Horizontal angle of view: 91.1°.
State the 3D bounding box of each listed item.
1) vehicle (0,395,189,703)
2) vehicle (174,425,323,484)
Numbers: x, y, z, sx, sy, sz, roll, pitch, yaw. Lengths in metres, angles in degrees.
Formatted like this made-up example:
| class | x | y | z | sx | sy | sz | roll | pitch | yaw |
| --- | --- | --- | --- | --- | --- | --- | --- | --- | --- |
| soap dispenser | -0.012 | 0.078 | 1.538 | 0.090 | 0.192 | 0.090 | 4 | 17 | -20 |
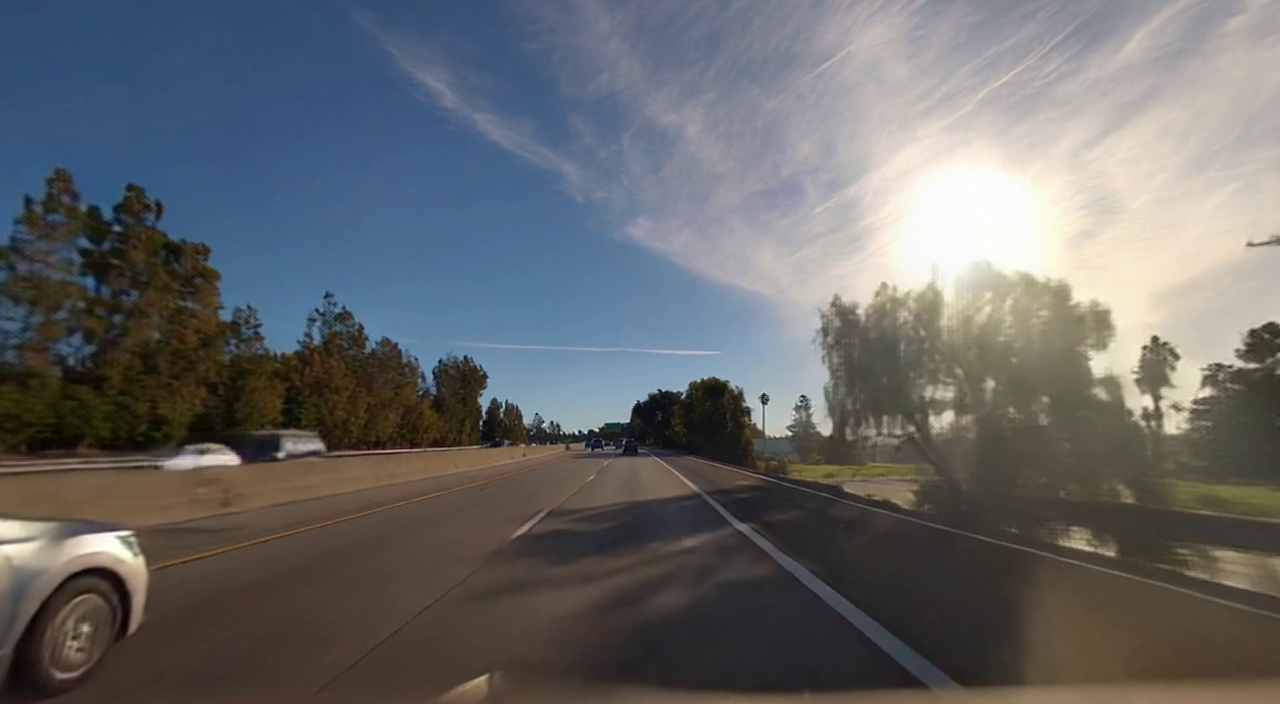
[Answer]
| class | x | y | z | sx | sy | sz | roll | pitch | yaw |
| --- | --- | --- | --- | --- | --- | --- | --- | --- | --- |
| vehicle | -3.857 | 0.787 | 1.422 | 2.092 | 1.562 | 4.748 | 0 | -8 | 1 |
| vehicle | -13.617 | 3.601 | 22.304 | 2.231 | 1.820 | 4.733 | 0 | -8 | 0 |
